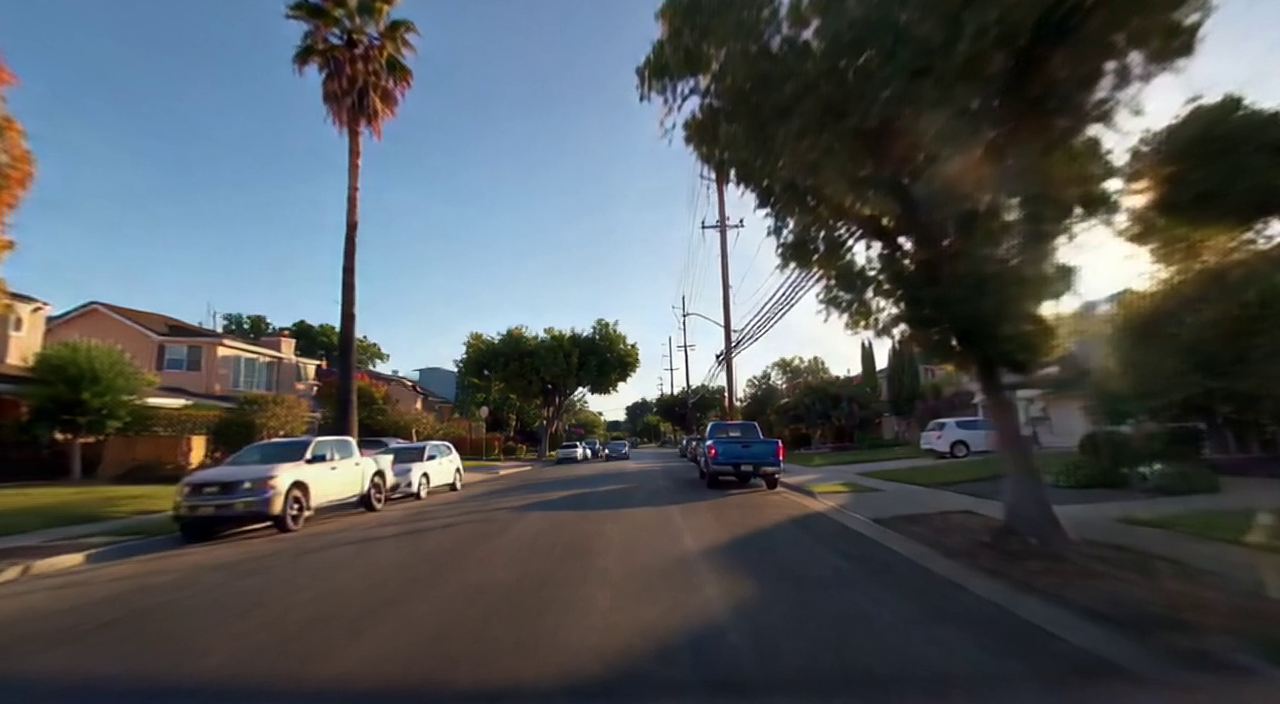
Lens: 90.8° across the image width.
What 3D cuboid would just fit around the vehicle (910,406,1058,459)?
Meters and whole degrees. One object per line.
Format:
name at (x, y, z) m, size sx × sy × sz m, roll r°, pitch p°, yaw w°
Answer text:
vehicle at (14.230, 3.376, 26.380) m, size 4.778 × 1.903 × 2.205 m, roll -2°, pitch -8°, yaw 0°

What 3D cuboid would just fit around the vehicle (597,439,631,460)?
vehicle at (-1.926, 7.468, 48.433) m, size 2.213 × 1.548 × 4.370 m, roll 0°, pitch -8°, yaw 3°

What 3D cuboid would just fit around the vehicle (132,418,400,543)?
vehicle at (-6.833, 2.380, 12.418) m, size 2.252 × 1.944 × 4.714 m, roll 0°, pitch -8°, yaw 1°

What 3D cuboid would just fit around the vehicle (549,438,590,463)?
vehicle at (-5.345, 7.567, 48.545) m, size 2.226 × 1.768 × 4.780 m, roll -1°, pitch -8°, yaw 4°

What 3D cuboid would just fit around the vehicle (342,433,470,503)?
vehicle at (-6.663, 3.325, 18.609) m, size 1.930 × 1.784 × 4.474 m, roll 0°, pitch -8°, yaw 1°

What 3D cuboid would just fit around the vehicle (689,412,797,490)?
vehicle at (2.943, 3.069, 19.834) m, size 2.437 × 2.015 × 6.511 m, roll 0°, pitch -8°, yaw 1°
